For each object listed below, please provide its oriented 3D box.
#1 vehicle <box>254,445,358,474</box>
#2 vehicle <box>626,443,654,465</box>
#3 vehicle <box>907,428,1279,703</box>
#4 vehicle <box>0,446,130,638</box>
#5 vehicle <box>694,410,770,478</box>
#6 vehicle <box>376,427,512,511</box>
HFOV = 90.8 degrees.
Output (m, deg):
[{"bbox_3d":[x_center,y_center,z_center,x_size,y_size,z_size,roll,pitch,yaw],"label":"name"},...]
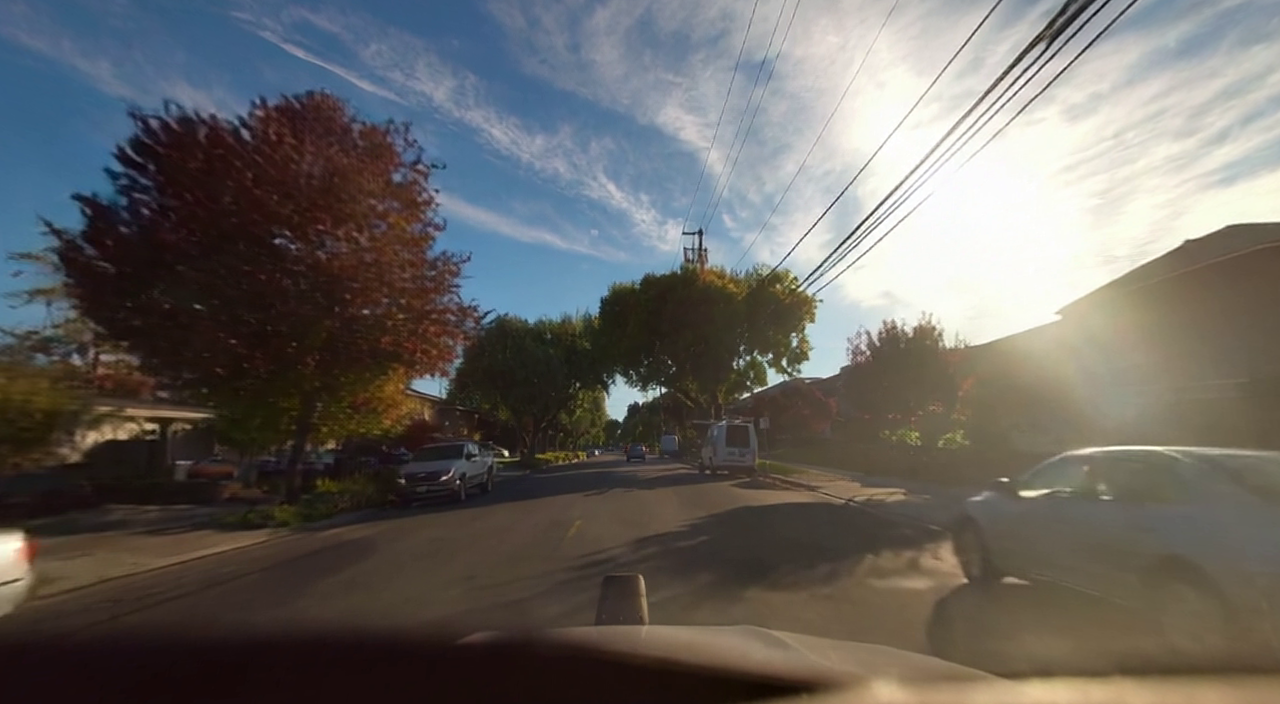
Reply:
[{"bbox_3d":[-19.968,6.419,37.982,5.310,1.547,1.820,3,-9,-26],"label":"vehicle"},{"bbox_3d":[-0.003,7.790,48.420,2.062,1.509,4.305,0,-8,0],"label":"vehicle"},{"bbox_3d":[4.040,1.331,4.856,1.879,1.395,4.374,0,-8,-3],"label":"vehicle"},{"bbox_3d":[-5.983,1.354,3.274,2.094,1.433,5.740,-3,-7,-2],"label":"vehicle"},{"bbox_3d":[4.068,4.238,29.127,2.384,2.791,5.899,0,-8,-2],"label":"vehicle"},{"bbox_3d":[-5.895,3.497,19.966,2.284,2.119,5.984,-3,-7,1],"label":"vehicle"}]
